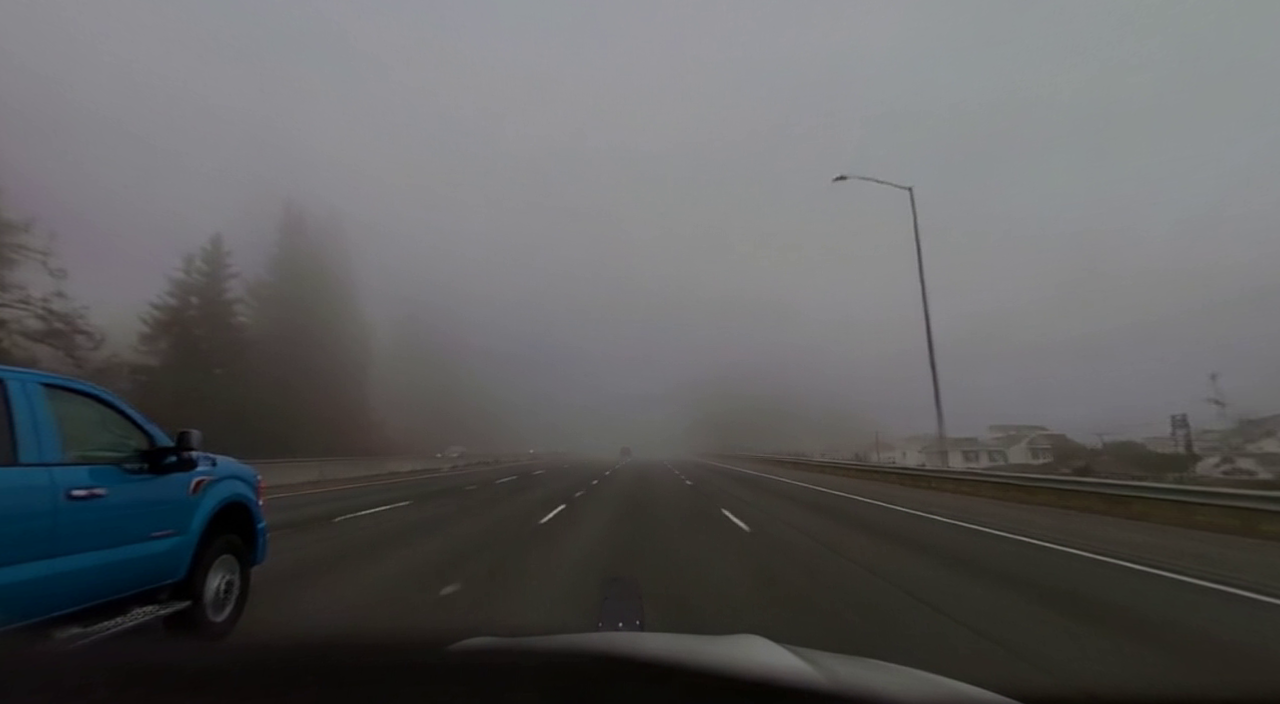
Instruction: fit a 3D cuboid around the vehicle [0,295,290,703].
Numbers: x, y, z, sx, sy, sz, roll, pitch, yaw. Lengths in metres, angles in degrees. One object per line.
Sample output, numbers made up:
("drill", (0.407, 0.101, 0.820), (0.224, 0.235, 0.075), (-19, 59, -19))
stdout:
("vehicle", (-3.561, 0.603, 1.703), (2.202, 1.836, 5.009), (0, -9, 2))
